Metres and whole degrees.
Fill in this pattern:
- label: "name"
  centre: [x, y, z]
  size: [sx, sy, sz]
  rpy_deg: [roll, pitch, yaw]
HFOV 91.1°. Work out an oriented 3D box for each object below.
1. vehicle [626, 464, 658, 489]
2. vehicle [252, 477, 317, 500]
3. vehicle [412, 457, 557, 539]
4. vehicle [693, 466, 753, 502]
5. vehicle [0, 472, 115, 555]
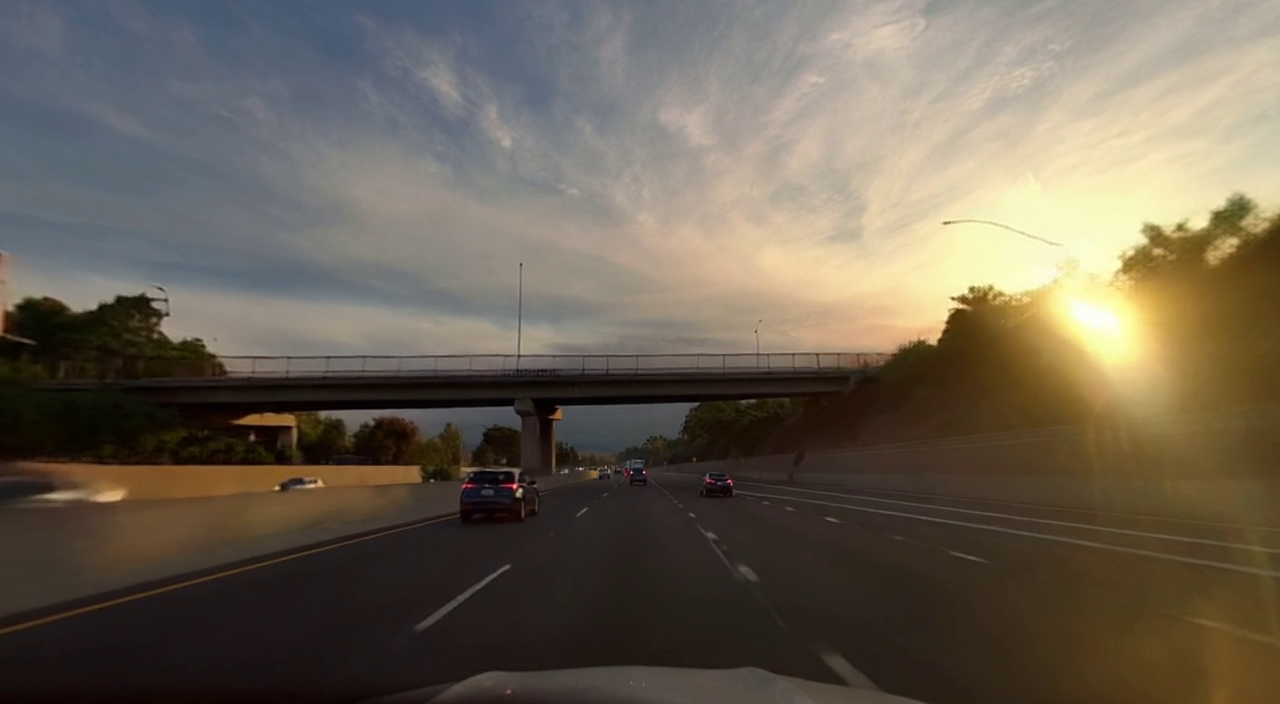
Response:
- label: "vehicle"
  centre: [0.184, 8.924, 45.109]
  size: [2.181, 1.698, 4.056]
  rpy_deg: [0, -10, 1]
- label: "vehicle"
  centre: [-25.409, 9.743, 45.119]
  size: [1.850, 1.430, 4.642]
  rpy_deg: [0, -10, 2]
- label: "vehicle"
  centre: [-3.263, 3.205, 14.227]
  size: [2.099, 1.516, 4.308]
  rpy_deg: [0, -10, 1]
- label: "vehicle"
  centre: [3.723, 6.032, 28.994]
  size: [2.092, 1.518, 4.348]
  rpy_deg: [1, -10, -1]
- label: "vehicle"
  centre: [-12.760, 3.022, 11.753]
  size: [1.848, 1.467, 4.539]
  rpy_deg: [0, -10, 1]
